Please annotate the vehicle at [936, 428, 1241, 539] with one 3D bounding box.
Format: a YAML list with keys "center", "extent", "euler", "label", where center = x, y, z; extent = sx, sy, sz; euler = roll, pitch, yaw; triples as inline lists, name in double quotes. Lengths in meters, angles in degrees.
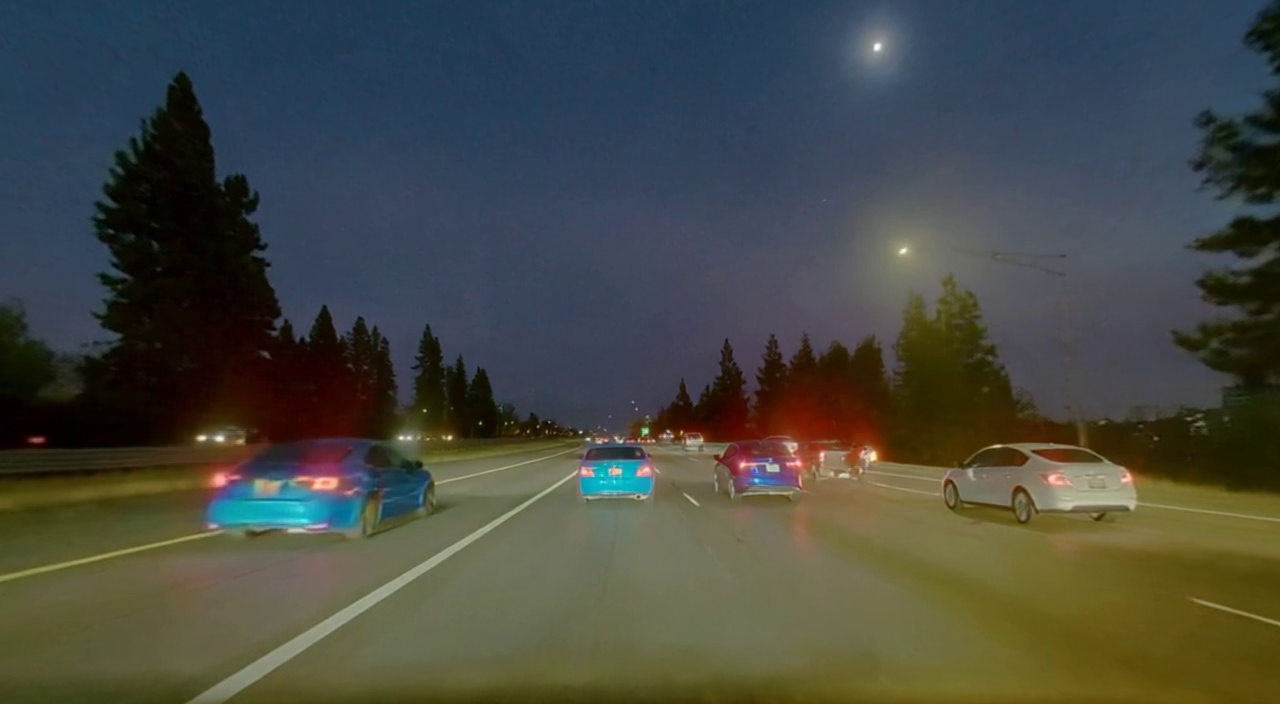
- center: [7.879, 2.337, 11.865]
  extent: [2.106, 1.641, 4.671]
  euler: [1, -9, -4]
  label: "vehicle"

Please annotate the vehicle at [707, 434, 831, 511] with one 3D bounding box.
- center: [2.861, 2.793, 15.038]
  extent: [1.975, 1.532, 4.227]
  euler: [1, -9, -1]
  label: "vehicle"

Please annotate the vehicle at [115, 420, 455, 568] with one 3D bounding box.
- center: [-4.505, 1.881, 9.198]
  extent: [2.071, 1.537, 4.912]
  euler: [1, -9, 0]
  label: "vehicle"

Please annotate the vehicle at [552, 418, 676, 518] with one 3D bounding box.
- center: [-0.488, 2.344, 13.154]
  extent: [2.181, 1.728, 3.970]
  euler: [1, -9, -1]
  label: "vehicle"
